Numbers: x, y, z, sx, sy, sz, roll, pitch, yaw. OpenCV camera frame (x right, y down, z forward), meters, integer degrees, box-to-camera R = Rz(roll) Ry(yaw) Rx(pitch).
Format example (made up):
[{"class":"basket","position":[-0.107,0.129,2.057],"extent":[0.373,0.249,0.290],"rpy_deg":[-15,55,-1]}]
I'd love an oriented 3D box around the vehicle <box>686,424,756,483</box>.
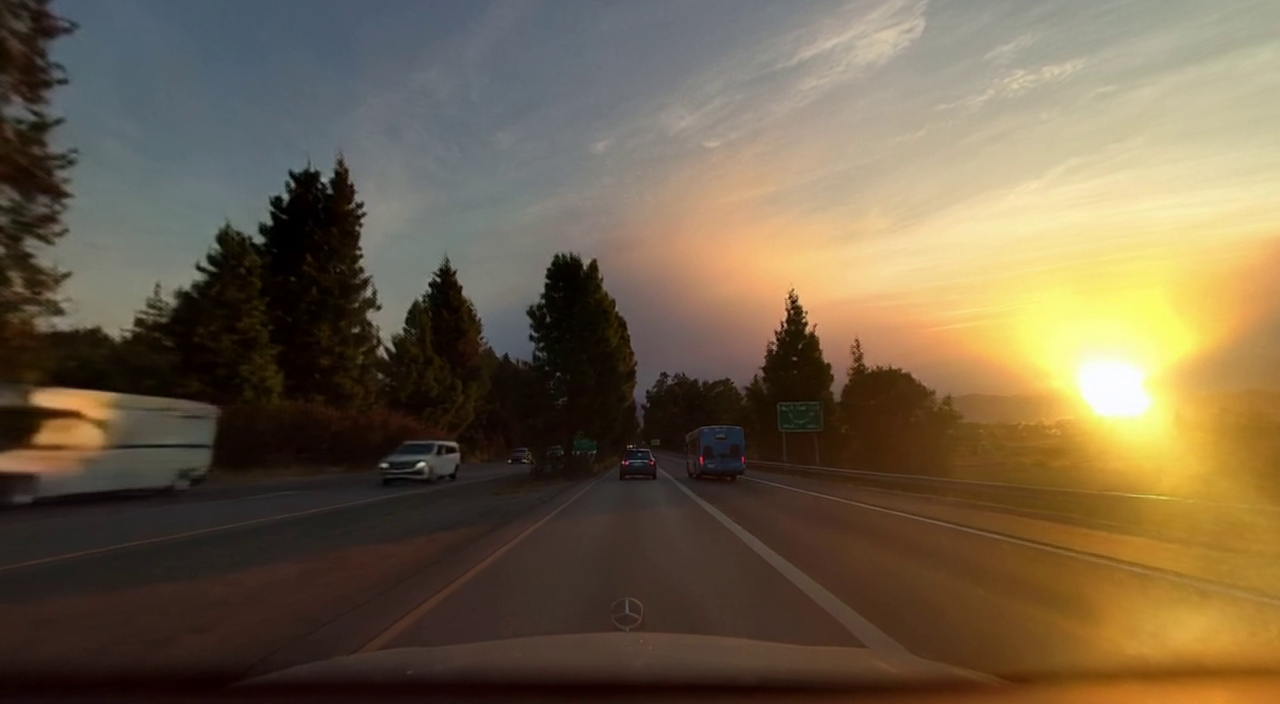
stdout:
[{"class":"vehicle","position":[3.852,5.033,31.396],"extent":[2.513,2.633,5.930],"rpy_deg":[0,-9,-2]}]

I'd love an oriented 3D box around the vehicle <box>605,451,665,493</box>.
[{"class":"vehicle","position":[-0.192,4.406,23.538],"extent":[2.037,1.417,3.885],"rpy_deg":[0,-9,-1]}]

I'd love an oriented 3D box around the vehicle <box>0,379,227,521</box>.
[{"class":"vehicle","position":[-12.244,2.178,14.114],"extent":[2.493,2.597,4.839],"rpy_deg":[-1,-9,2]}]

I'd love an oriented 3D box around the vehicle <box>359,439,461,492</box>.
[{"class":"vehicle","position":[-7.797,3.881,21.797],"extent":[1.914,1.609,4.184],"rpy_deg":[0,-9,0]}]
